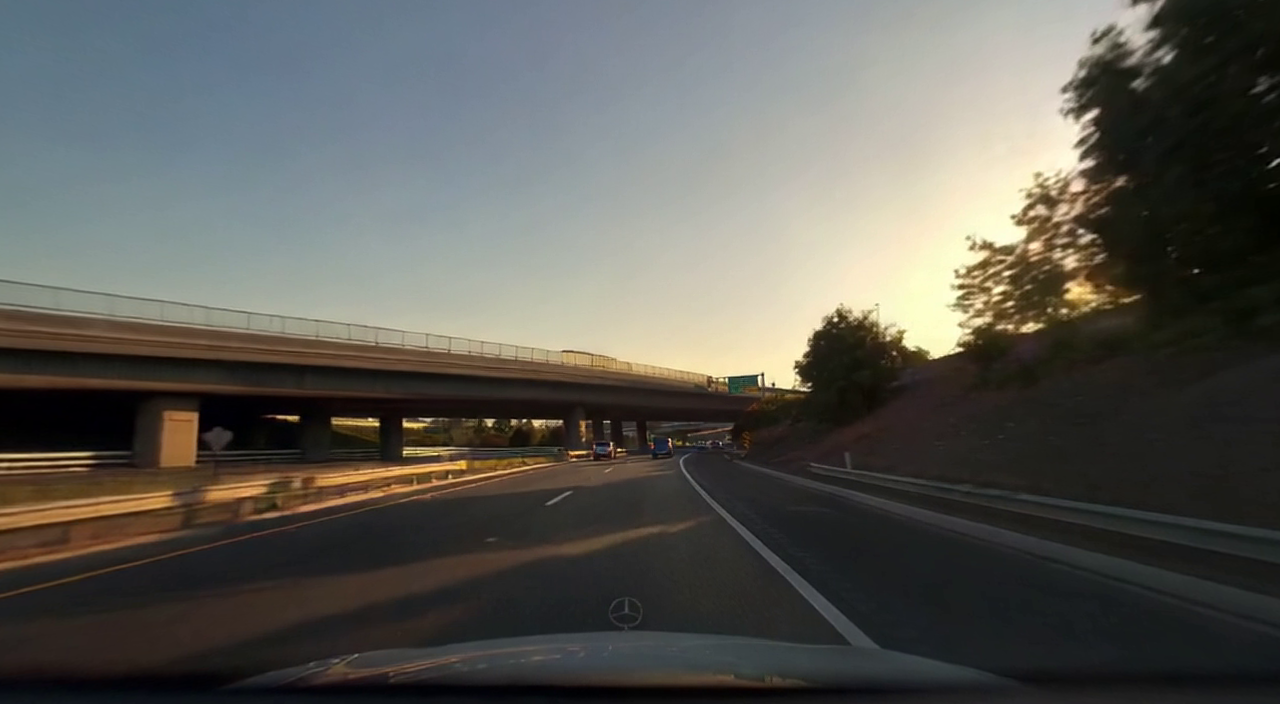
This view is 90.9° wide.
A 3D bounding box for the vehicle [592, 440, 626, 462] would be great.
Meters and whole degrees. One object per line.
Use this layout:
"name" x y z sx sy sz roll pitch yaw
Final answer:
"vehicle" -2.227 7.352 46.836 2.040 1.553 4.199 -1 -8 4
